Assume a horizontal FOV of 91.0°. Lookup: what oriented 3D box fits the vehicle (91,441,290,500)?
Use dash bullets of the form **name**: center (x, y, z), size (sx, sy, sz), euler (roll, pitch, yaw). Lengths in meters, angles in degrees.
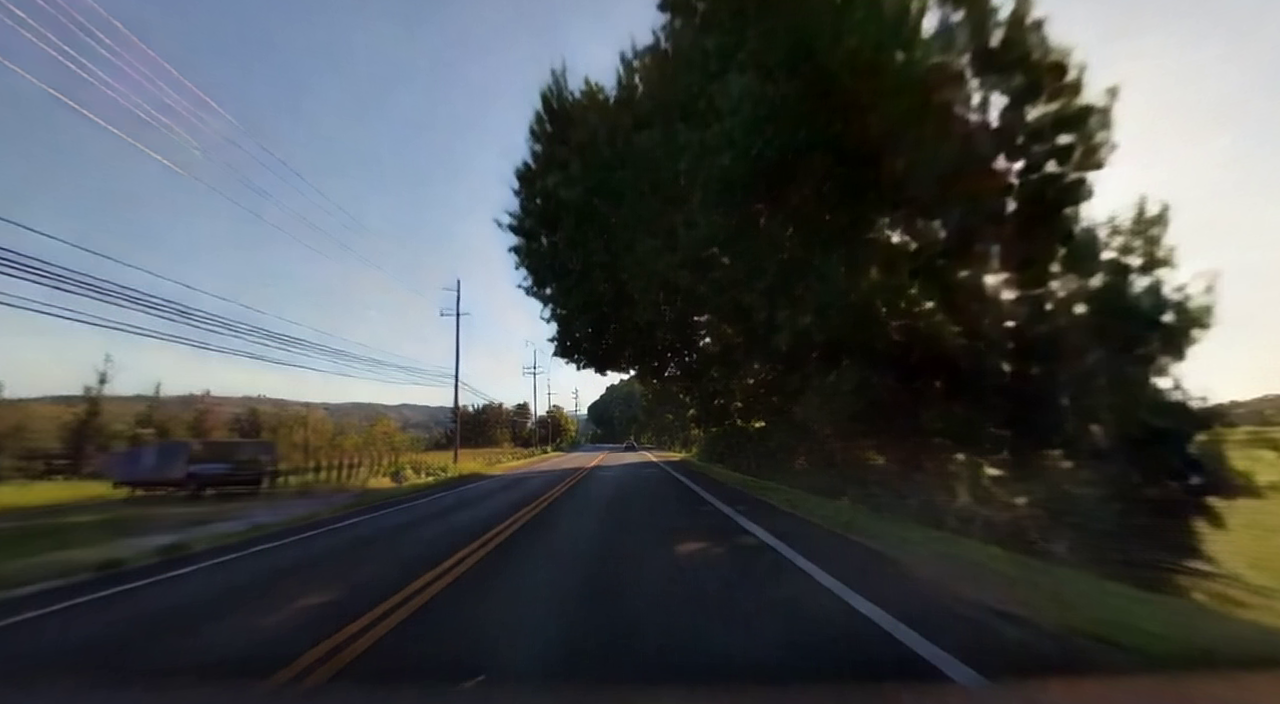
- **vehicle**: center (-14.614, 3.844, 20.717), size (4.894, 1.774, 2.150), euler (-1, -8, 1)
